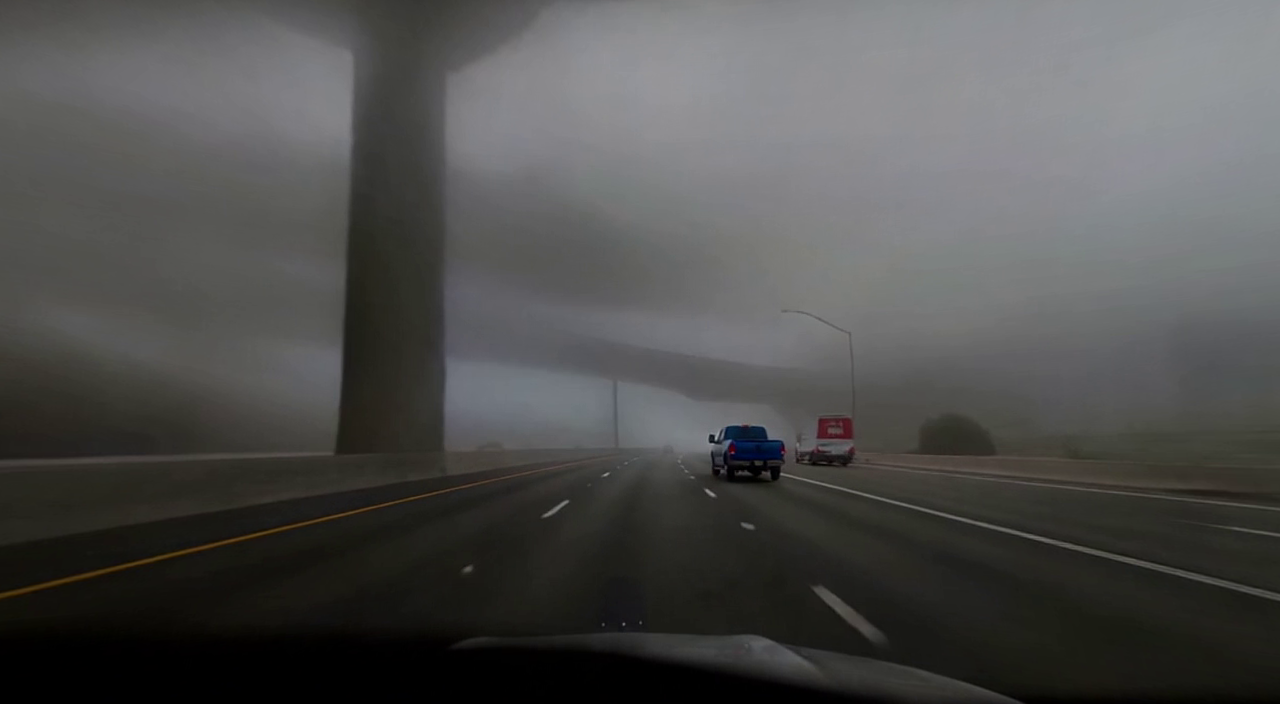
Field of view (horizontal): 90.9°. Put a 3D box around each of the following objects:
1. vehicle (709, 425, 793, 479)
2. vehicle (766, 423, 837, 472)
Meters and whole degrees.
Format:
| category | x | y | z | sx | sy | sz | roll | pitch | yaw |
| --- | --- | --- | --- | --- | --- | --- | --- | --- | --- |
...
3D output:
| category | x | y | z | sx | sy | sz | roll | pitch | yaw |
| --- | --- | --- | --- | --- | --- | --- | --- | --- | --- |
| vehicle | 4.528 | 4.206 | 26.791 | 2.505 | 2.020 | 5.532 | 0 | -8 | 0 |
| vehicle | 8.202 | 4.931 | 32.715 | 2.229 | 2.317 | 5.399 | 0 | -8 | 0 |
